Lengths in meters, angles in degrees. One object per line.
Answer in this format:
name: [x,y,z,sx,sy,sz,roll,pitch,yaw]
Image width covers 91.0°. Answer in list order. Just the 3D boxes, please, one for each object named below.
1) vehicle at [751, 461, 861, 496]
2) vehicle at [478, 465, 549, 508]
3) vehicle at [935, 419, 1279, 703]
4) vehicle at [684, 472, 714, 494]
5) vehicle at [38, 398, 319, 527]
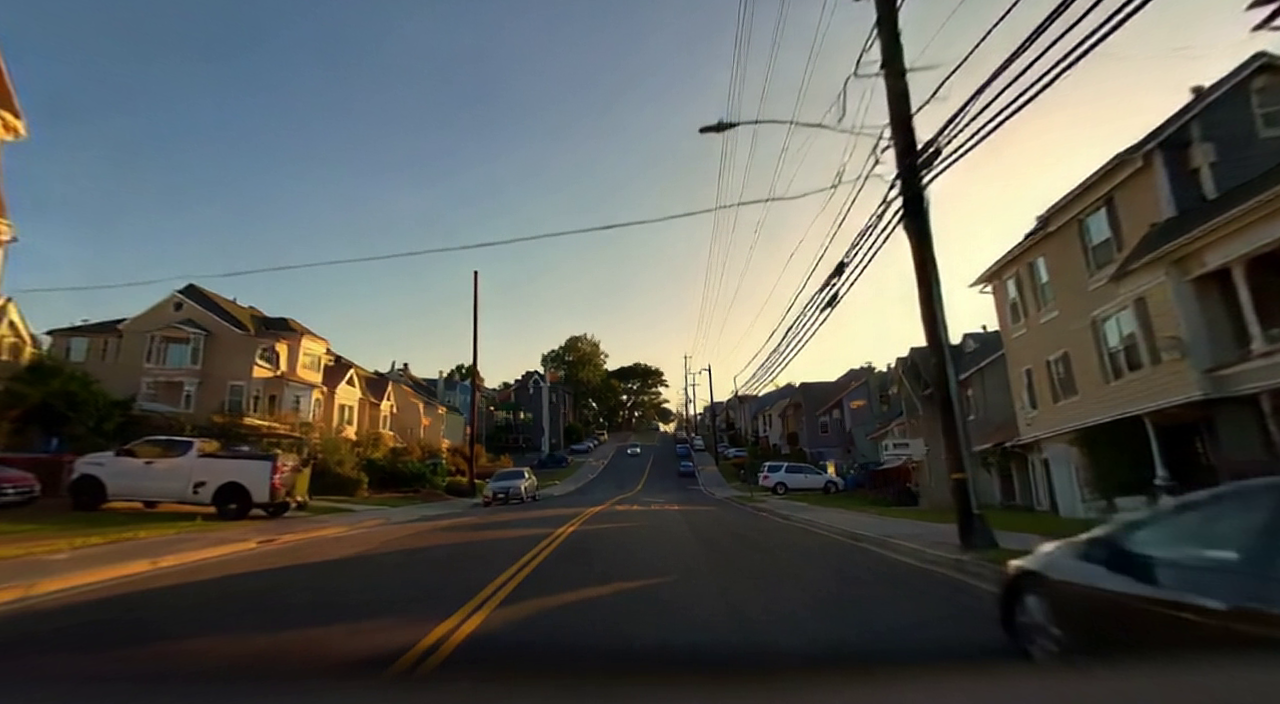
vehicle: [9.100,6.982,34.849,5.512,1.846,2.115,0,-9,2]
vehicle: [-5.830,6.330,29.629,2.156,1.764,4.410,-3,-12,4]
vehicle: [3.162,1.023,2.286,1.945,1.500,4.363,1,-10,-2]
vehicle: [4.365,9.892,47.268,2.063,1.503,4.415,-1,-13,4]
vehicle: [-12.305,3.102,17.254,5.503,2.906,2.584,-4,-15,1]
